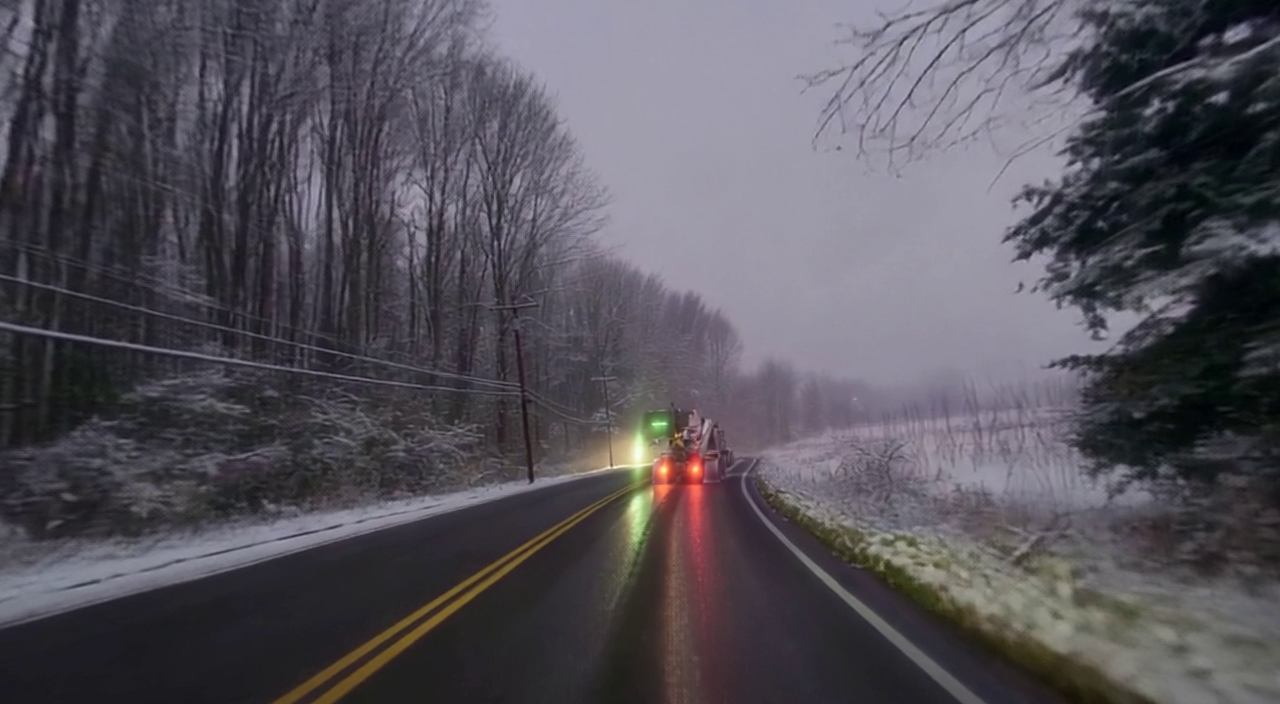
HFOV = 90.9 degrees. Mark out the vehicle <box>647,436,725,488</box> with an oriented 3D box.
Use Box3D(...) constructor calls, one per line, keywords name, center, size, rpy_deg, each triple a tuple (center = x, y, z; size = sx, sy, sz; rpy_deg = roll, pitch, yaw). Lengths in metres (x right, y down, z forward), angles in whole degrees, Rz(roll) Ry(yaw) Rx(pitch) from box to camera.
Box3D(name="vehicle", center=(1.556, 3.440, 20.113), size=(2.196, 1.465, 4.294), rpy_deg=(-1, -8, 7))
